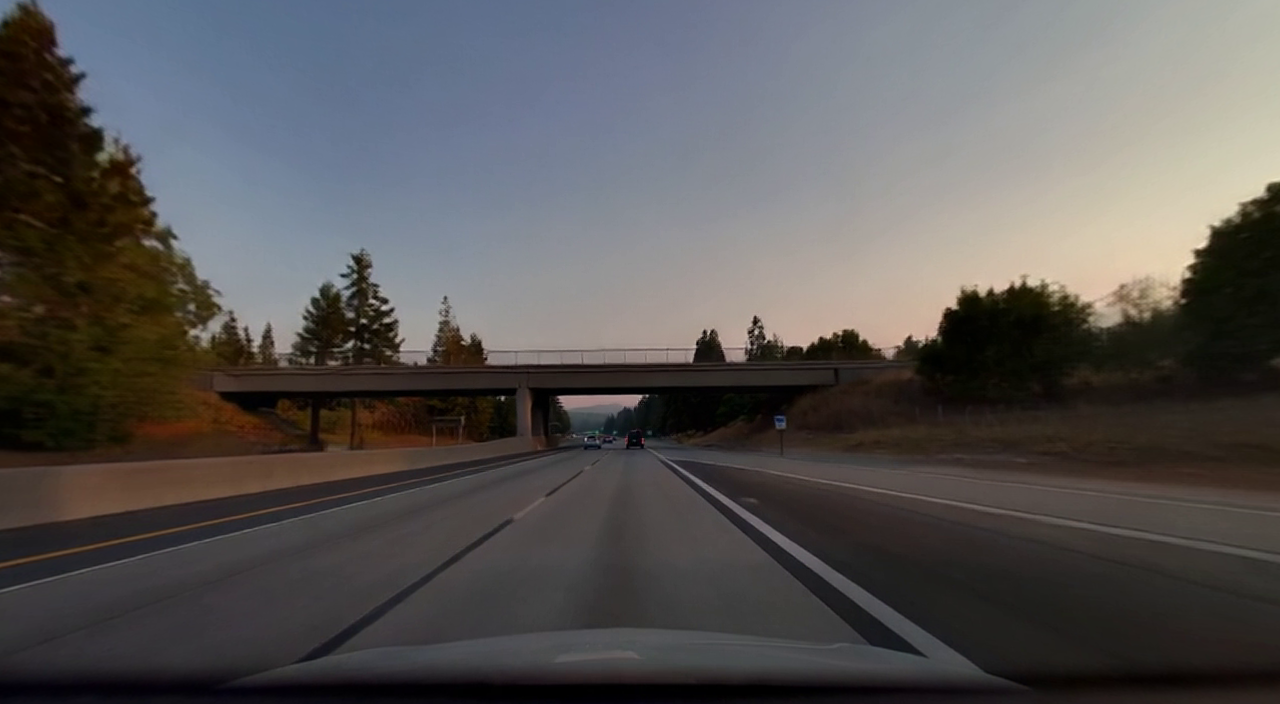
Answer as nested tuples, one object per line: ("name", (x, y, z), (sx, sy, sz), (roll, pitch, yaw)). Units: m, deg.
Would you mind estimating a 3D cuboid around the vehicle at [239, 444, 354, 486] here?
("vehicle", (-12.649, 4.152, 23.524), (2.234, 1.419, 3.679), (0, -8, -1))
